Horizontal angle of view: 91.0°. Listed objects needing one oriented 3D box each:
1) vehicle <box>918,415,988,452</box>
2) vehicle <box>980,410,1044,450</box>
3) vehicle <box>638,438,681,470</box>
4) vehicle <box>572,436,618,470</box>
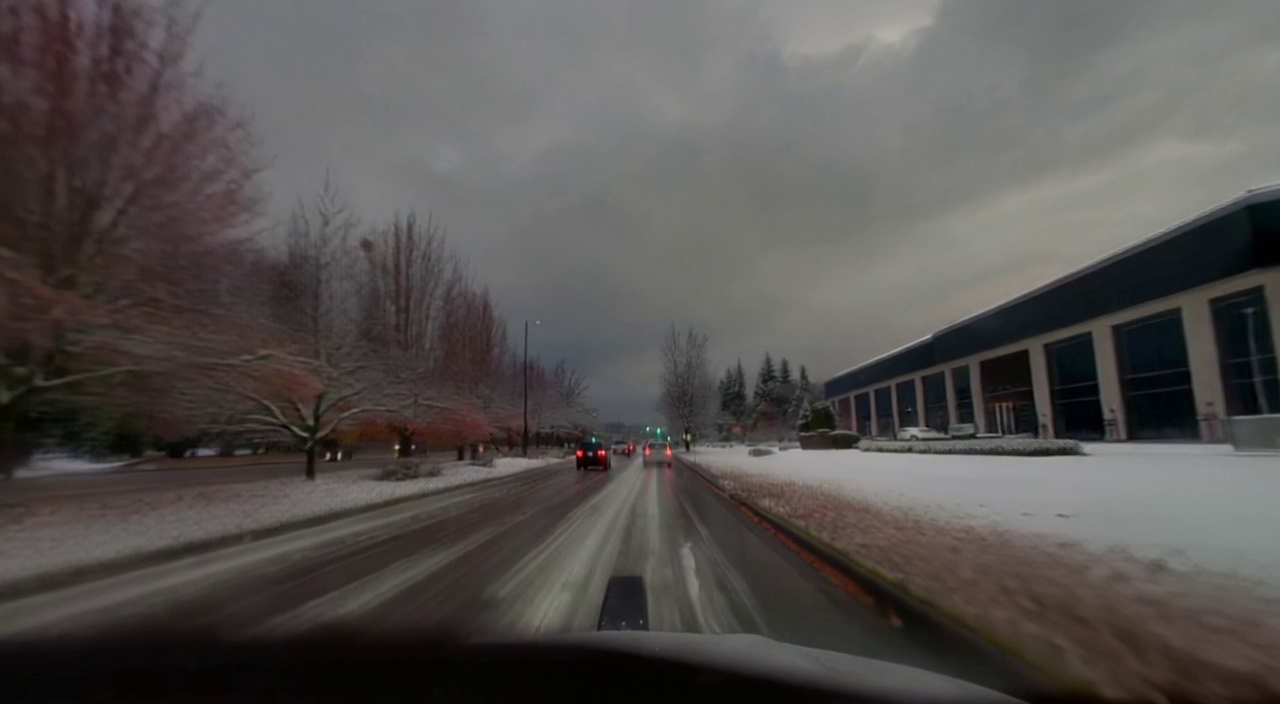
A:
[{"bbox_3d":[23.569,6.207,47.577,4.440,2.545,2.105,-6,-10,24],"label":"vehicle"},{"bbox_3d":[23.709,4.986,40.164,2.673,2.486,2.062,0,-8,0],"label":"vehicle"},{"bbox_3d":[0.945,5.111,31.726,2.040,1.493,3.682,0,-8,1],"label":"vehicle"},{"bbox_3d":[-2.405,5.516,34.591,2.197,1.709,4.069,0,-8,1],"label":"vehicle"}]
